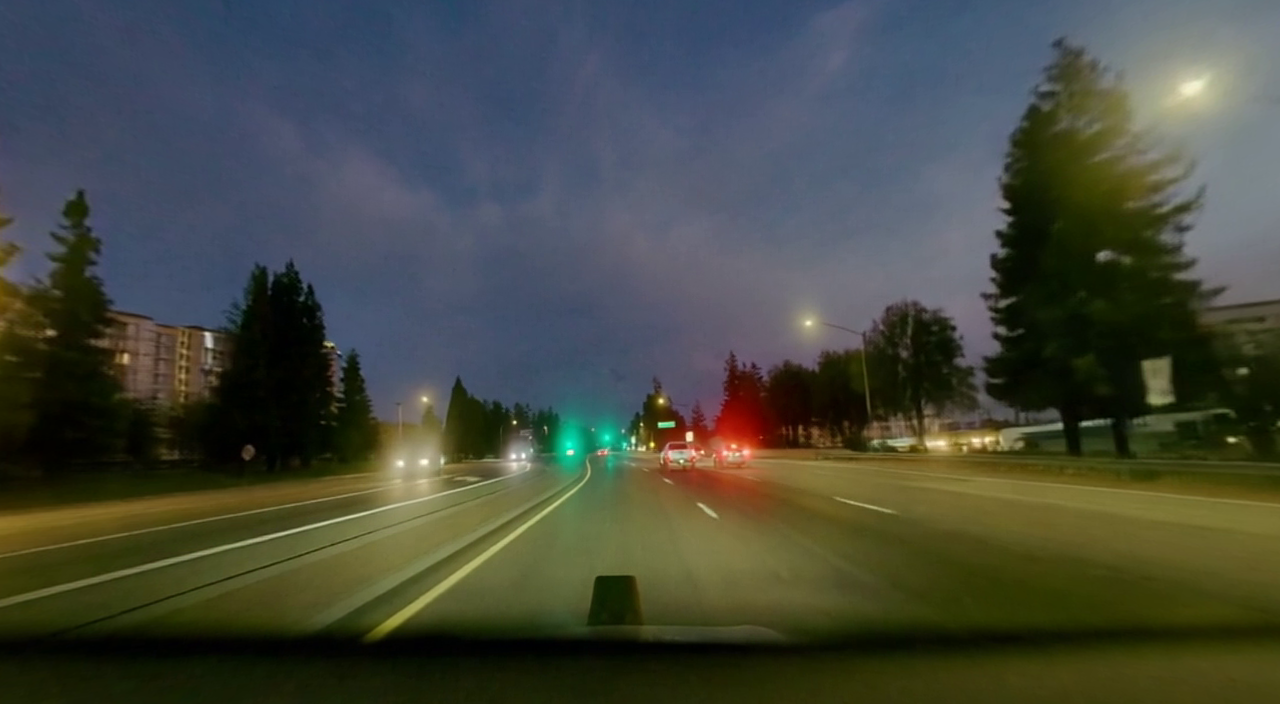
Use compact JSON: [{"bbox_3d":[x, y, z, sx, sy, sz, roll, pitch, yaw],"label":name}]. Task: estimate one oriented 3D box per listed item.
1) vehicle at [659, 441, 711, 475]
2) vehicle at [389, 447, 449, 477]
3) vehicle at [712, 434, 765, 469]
[{"bbox_3d":[2.128,5.177,31.015,1.917,1.538,4.259,0,-9,-4],"label":"vehicle"},{"bbox_3d":[-13.132,6.512,37.780,1.891,1.633,4.737,0,-9,0],"label":"vehicle"},{"bbox_3d":[5.357,5.481,34.917,1.946,1.773,4.641,0,-9,-3],"label":"vehicle"}]
